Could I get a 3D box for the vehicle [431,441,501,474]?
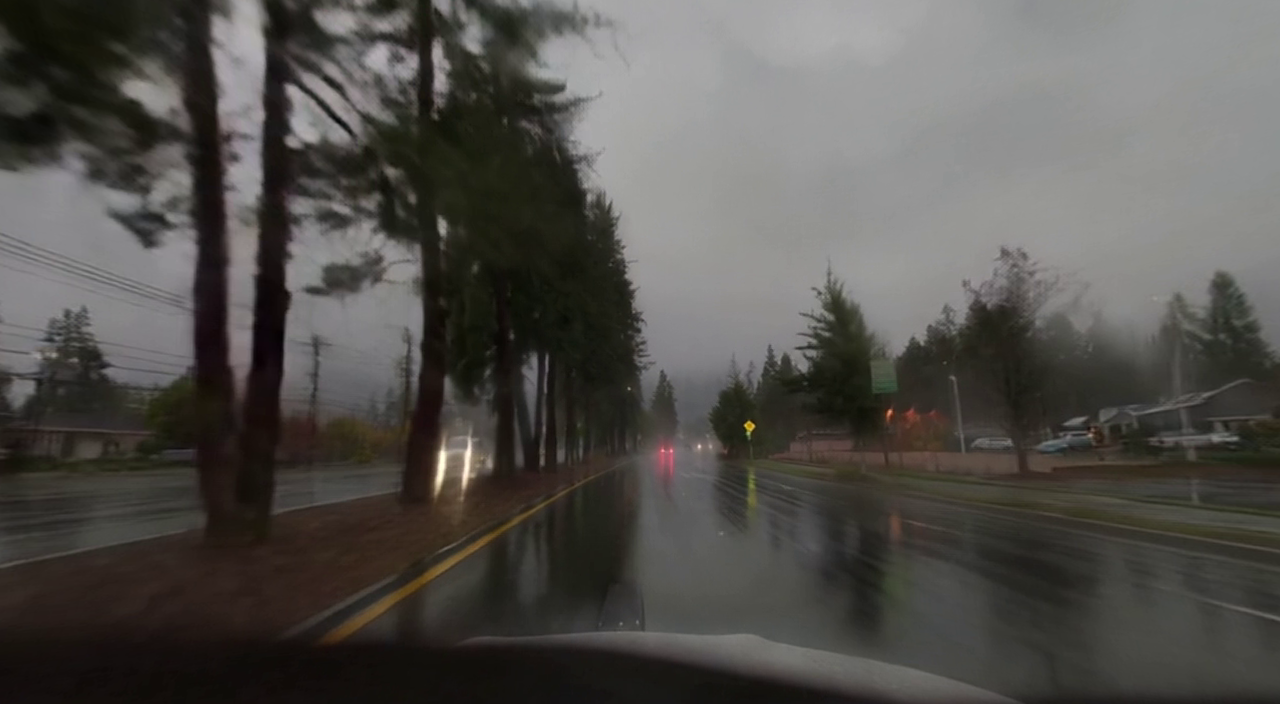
[{"bbox_3d":[-9.341,5.687,34.297,2.181,1.635,4.542,-1,-8,4],"label":"vehicle"}]
